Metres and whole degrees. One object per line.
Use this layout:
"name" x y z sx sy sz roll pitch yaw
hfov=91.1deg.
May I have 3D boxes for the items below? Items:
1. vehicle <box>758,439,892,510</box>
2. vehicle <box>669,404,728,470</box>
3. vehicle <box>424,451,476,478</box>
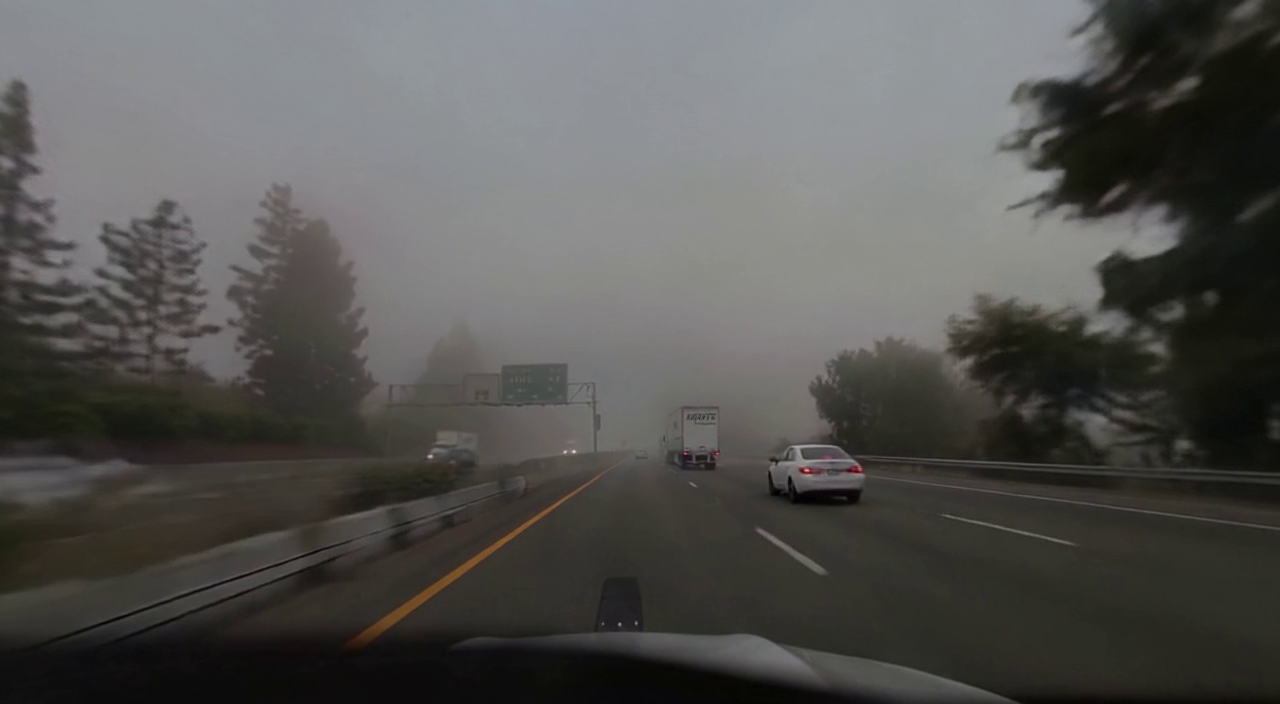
"vehicle" 4.341 2.936 15.495 1.917 1.471 4.149 0 -9 -2
"vehicle" 3.952 6.410 46.343 2.926 4.060 14.068 0 -9 0
"vehicle" -11.443 6.783 38.146 1.882 1.546 3.885 0 -9 1
